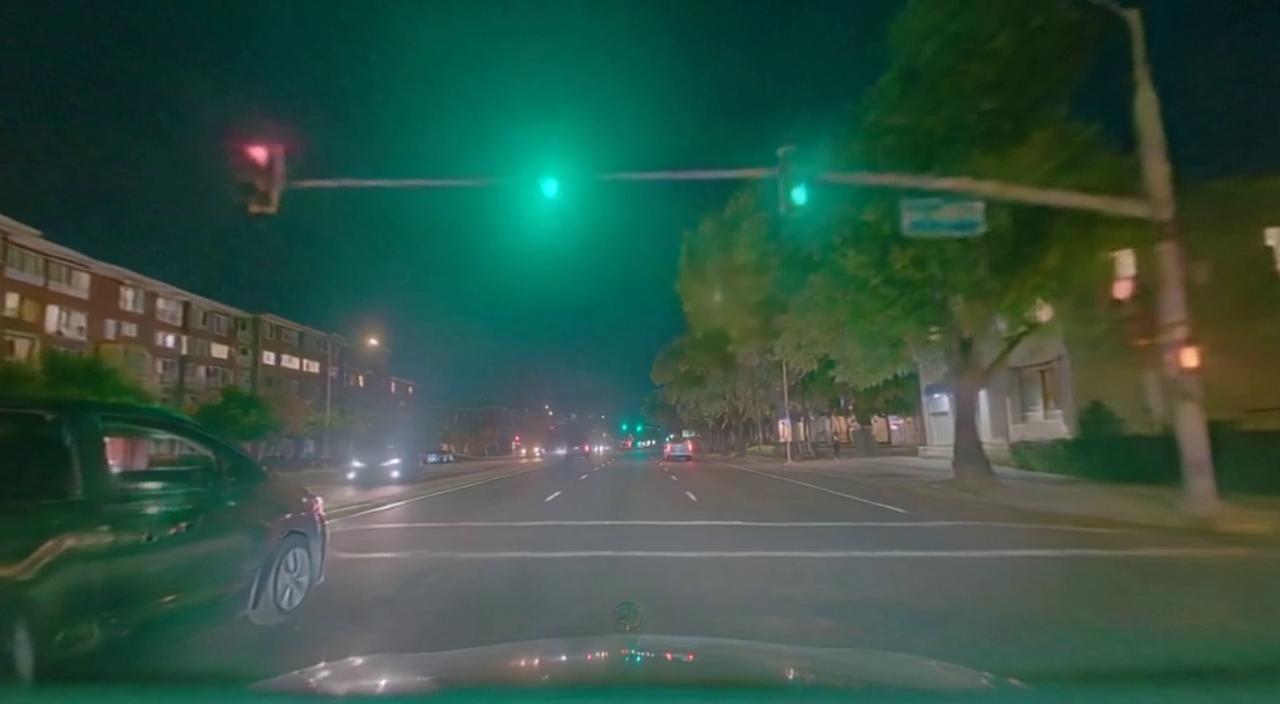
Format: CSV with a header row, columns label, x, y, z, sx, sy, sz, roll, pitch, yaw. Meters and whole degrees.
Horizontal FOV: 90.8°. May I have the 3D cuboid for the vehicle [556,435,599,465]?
label,x,y,z,sx,sy,sz,roll,pitch,yaw
vehicle,-3.693,5.869,37.939,2.083,1.685,4.069,0,-8,1

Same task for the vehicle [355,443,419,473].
label,x,y,z,sx,sy,sz,roll,pitch,yaw
vehicle,-15.509,6.503,39.014,2.031,1.702,4.612,0,-8,0

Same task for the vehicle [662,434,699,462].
label,x,y,z,sx,sy,sz,roll,pitch,yaw
vehicle,2.617,6.302,41.492,2.018,1.719,4.369,0,-8,-1

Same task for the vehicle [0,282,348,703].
label,x,y,z,sx,sy,sz,roll,pitch,yaw
vehicle,-3.685,0.767,2.834,2.225,1.984,5.168,0,-8,1
